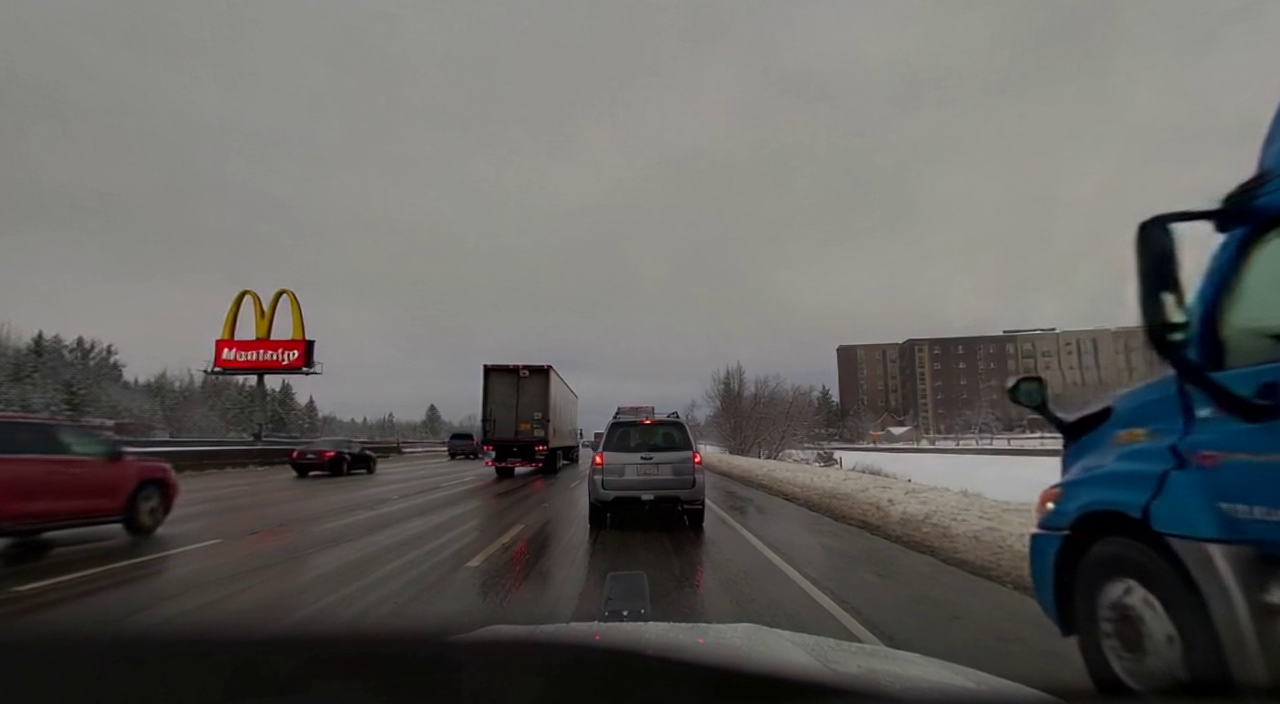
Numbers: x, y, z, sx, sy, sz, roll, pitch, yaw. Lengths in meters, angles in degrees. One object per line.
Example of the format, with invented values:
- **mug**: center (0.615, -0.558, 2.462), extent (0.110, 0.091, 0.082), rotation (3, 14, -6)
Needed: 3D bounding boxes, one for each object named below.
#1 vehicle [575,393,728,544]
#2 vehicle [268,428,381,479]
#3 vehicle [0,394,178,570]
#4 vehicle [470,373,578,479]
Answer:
- **vehicle**: center (0.081, 1.788, 10.132), extent (1.947, 1.910, 4.040), rotation (0, -9, -2)
- **vehicle**: center (-11.669, 3.800, 23.739), extent (1.915, 1.710, 4.670), rotation (0, -9, -1)
- **vehicle**: center (-7.333, 1.345, 6.586), extent (1.854, 1.740, 4.151), rotation (0, -9, -1)
- **vehicle**: center (-4.282, 3.099, 25.369), extent (2.814, 3.513, 8.529), rotation (0, -9, -1)
